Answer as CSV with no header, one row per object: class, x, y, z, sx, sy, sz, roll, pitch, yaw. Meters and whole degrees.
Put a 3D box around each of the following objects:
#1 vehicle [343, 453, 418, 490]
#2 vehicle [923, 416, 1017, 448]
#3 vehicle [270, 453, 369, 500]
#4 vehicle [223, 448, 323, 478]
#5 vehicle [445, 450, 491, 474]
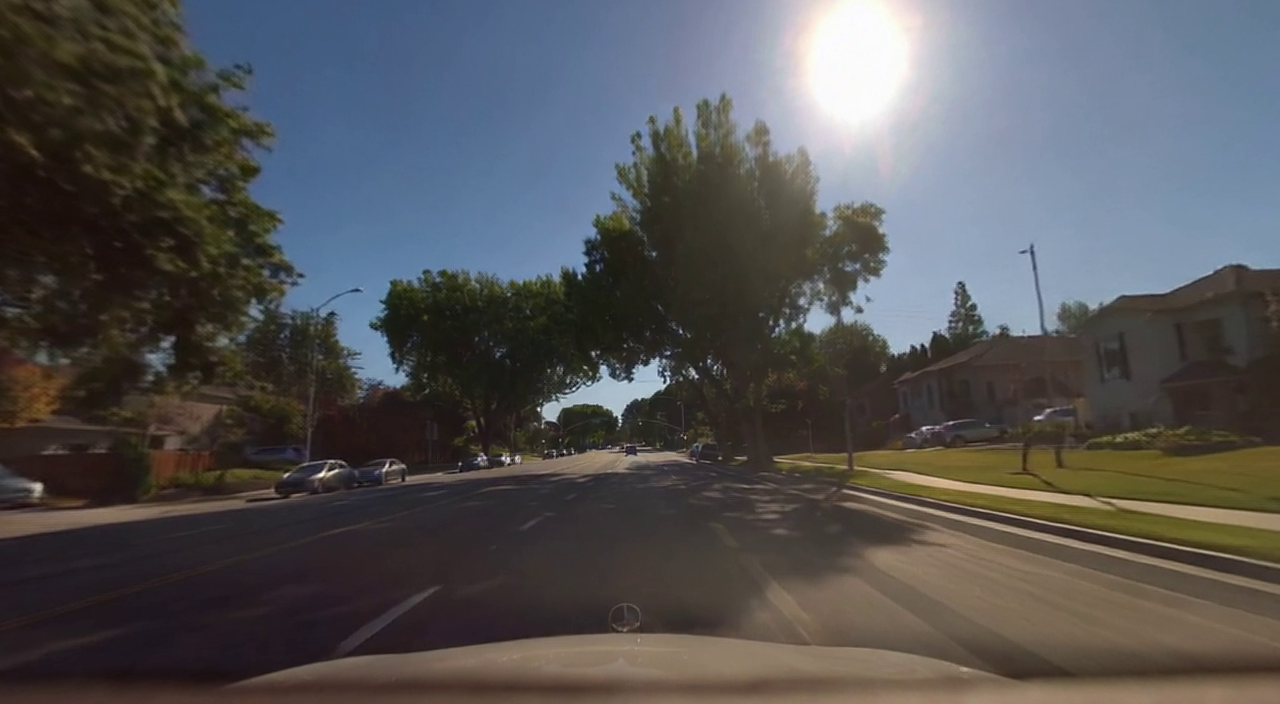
vehicle,-12.699,5.849,31.192,1.909,1.477,4.345,-3,-8,-1
vehicle,17.501,4.304,33.643,1.726,1.620,3.938,7,-11,-37
vehicle,-12.670,4.908,25.291,1.828,1.510,4.149,-4,-8,0
vehicle,-20.927,6.340,36.150,4.498,1.623,1.903,0,-9,1
vehicle,-12.580,8.063,46.584,2.078,1.618,4.650,0,-8,0
